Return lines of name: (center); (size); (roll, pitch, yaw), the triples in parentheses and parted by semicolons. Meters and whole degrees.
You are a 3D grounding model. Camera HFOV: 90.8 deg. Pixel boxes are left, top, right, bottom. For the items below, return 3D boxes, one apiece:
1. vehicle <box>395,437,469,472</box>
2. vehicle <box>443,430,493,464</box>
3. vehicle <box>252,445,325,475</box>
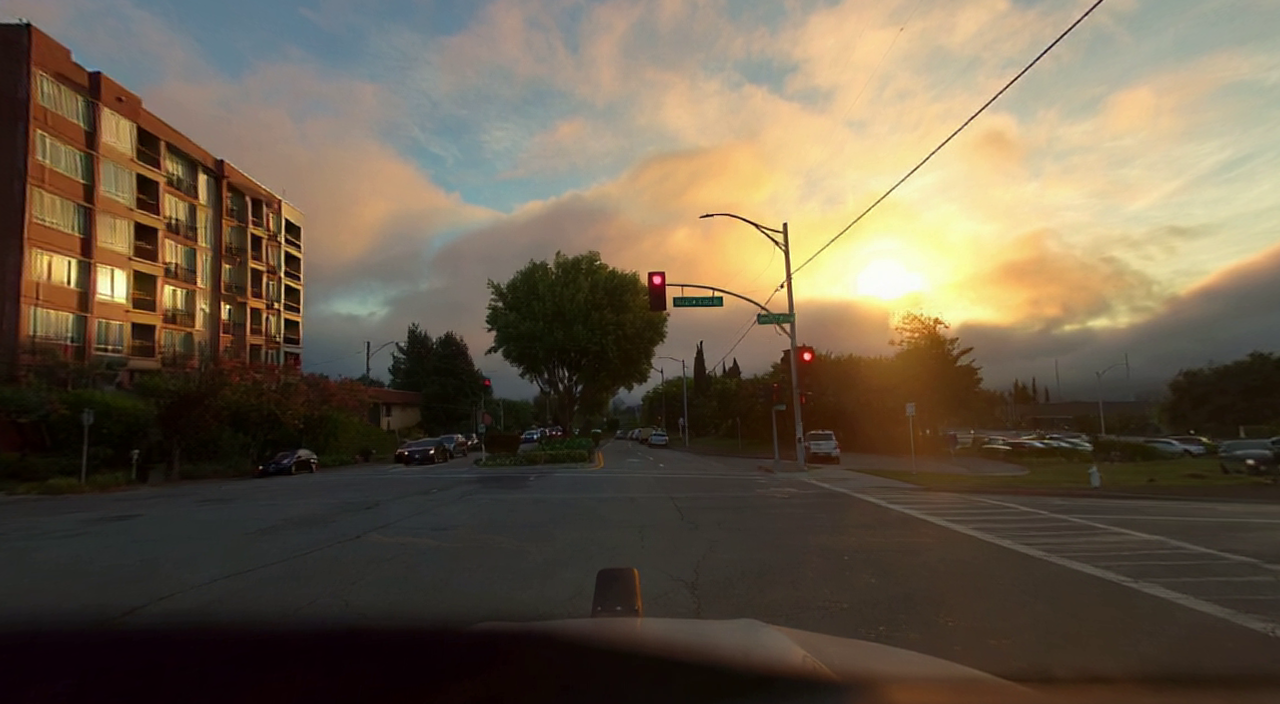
vehicle: (-9.673, 4.801, 29.787); (2.116, 1.521, 4.294); (0, -9, -2)
vehicle: (-9.782, 5.458, 36.176); (1.910, 1.818, 4.057); (0, -9, -3)
vehicle: (-21.057, 6.470, 38.099); (1.981, 1.628, 4.336); (0, -9, -1)
